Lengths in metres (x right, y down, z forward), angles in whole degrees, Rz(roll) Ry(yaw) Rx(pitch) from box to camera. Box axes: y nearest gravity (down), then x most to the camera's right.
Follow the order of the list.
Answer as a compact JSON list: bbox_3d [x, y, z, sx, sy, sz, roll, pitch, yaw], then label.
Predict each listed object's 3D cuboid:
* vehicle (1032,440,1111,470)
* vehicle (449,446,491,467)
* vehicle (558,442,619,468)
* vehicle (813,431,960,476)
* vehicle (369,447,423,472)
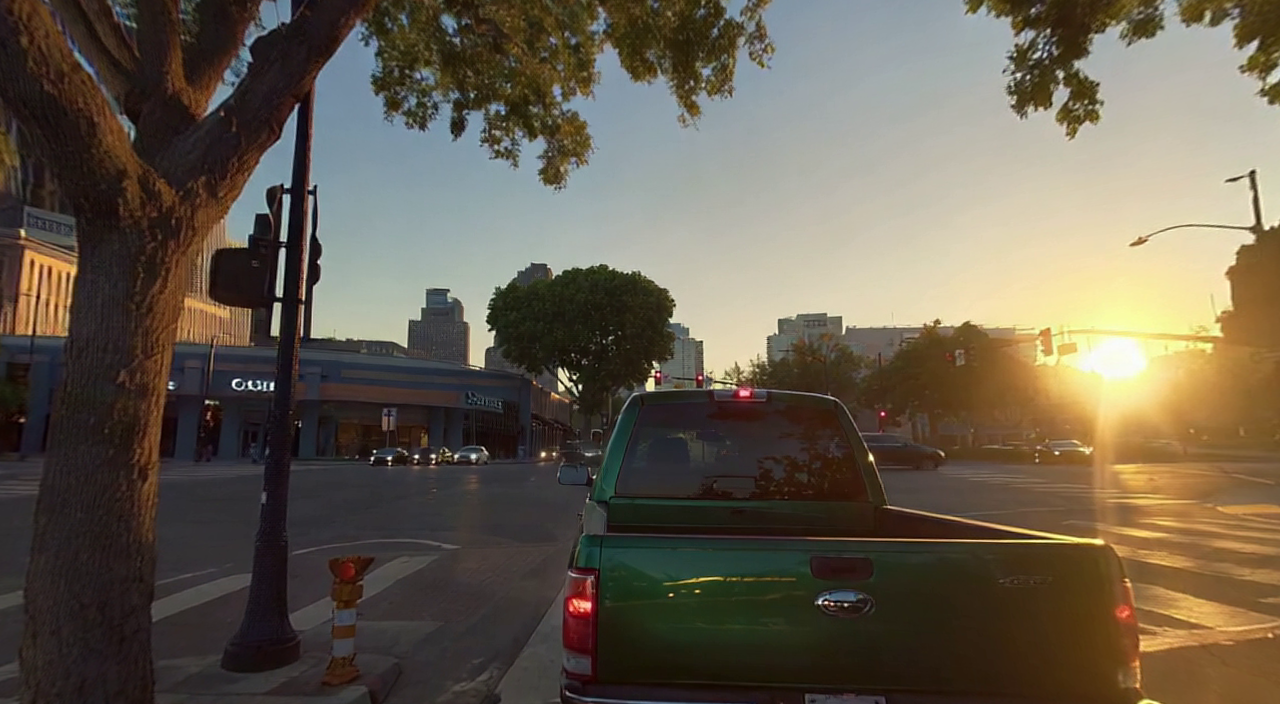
[{"bbox_3d":[26.365,6.266,38.558,4.541,1.731,2.007,5,-10,-28],"label":"vehicle"},{"bbox_3d":[-12.605,7.760,47.082,1.946,1.474,4.008,0,-9,0],"label":"vehicle"},{"bbox_3d":[-3.182,6.254,38.460,1.879,1.464,4.457,5,-10,-31],"label":"vehicle"},{"bbox_3d":[10.969,4.566,28.512,5.667,1.927,2.289,0,-9,3],"label":"vehicle"},{"bbox_3d":[-16.245,7.144,42.254,1.883,1.586,4.297,0,-9,0],"label":"vehicle"}]
